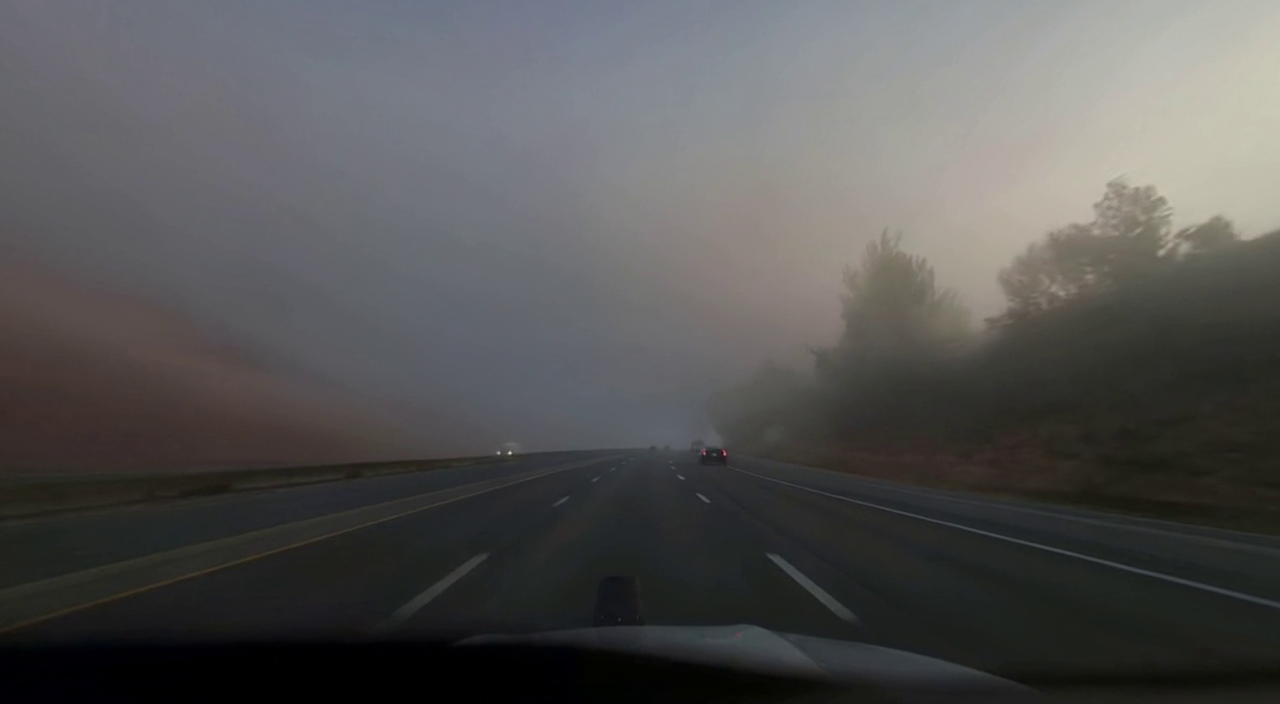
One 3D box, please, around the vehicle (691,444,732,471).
[{"bbox_3d":[4.159,6.185,37.038,1.943,1.490,4.246,0,-8,1],"label":"vehicle"}]
